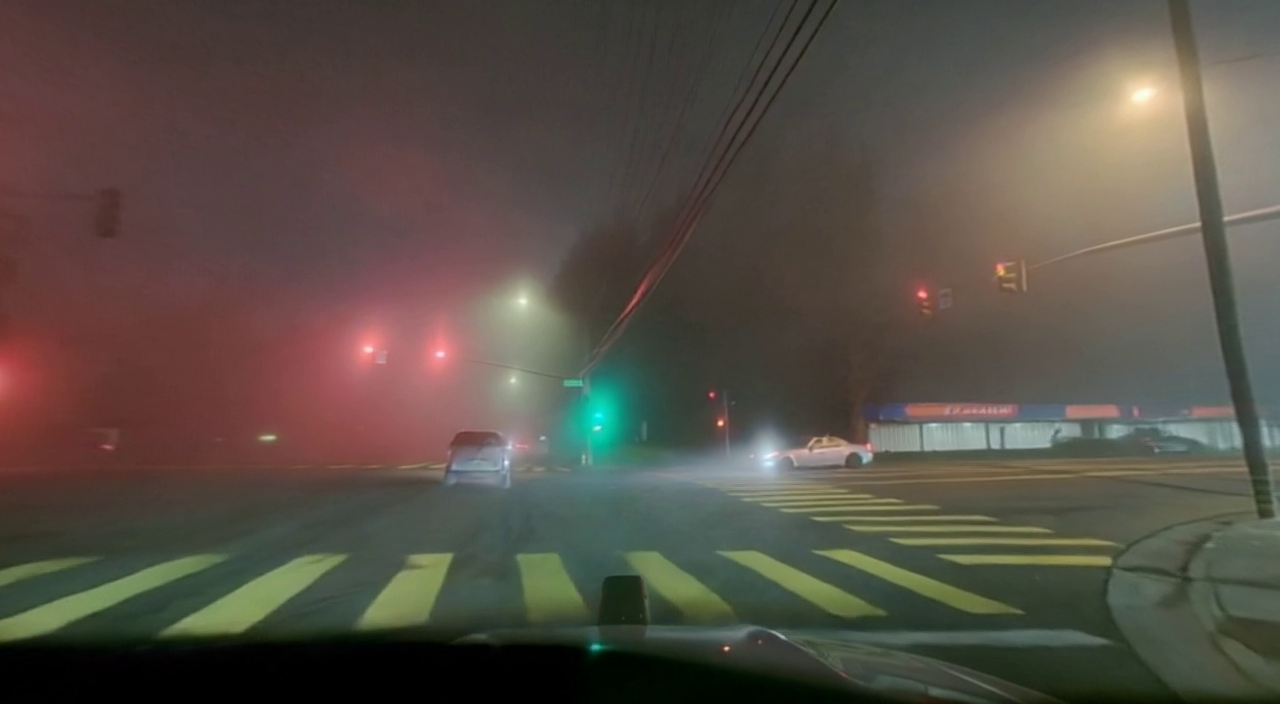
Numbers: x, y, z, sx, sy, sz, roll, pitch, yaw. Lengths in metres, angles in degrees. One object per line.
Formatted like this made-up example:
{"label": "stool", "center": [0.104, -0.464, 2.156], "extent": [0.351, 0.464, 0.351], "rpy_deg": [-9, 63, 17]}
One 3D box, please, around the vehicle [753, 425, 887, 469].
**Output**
{"label": "vehicle", "center": [7.671, 4.057, 26.996], "extent": [5.149, 1.725, 1.964], "rpy_deg": [1, -8, -9]}

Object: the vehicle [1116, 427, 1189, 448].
{"label": "vehicle", "center": [35.632, 5.967, 43.678], "extent": [3.805, 1.451, 1.641], "rpy_deg": [1, -9, -7]}

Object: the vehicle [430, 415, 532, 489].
{"label": "vehicle", "center": [-4.434, 2.893, 18.368], "extent": [2.300, 1.868, 4.690], "rpy_deg": [1, -9, -7]}

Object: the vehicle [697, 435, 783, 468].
{"label": "vehicle", "center": [4.953, 4.984, 31.521], "extent": [3.990, 1.548, 1.780], "rpy_deg": [0, -9, 0]}
